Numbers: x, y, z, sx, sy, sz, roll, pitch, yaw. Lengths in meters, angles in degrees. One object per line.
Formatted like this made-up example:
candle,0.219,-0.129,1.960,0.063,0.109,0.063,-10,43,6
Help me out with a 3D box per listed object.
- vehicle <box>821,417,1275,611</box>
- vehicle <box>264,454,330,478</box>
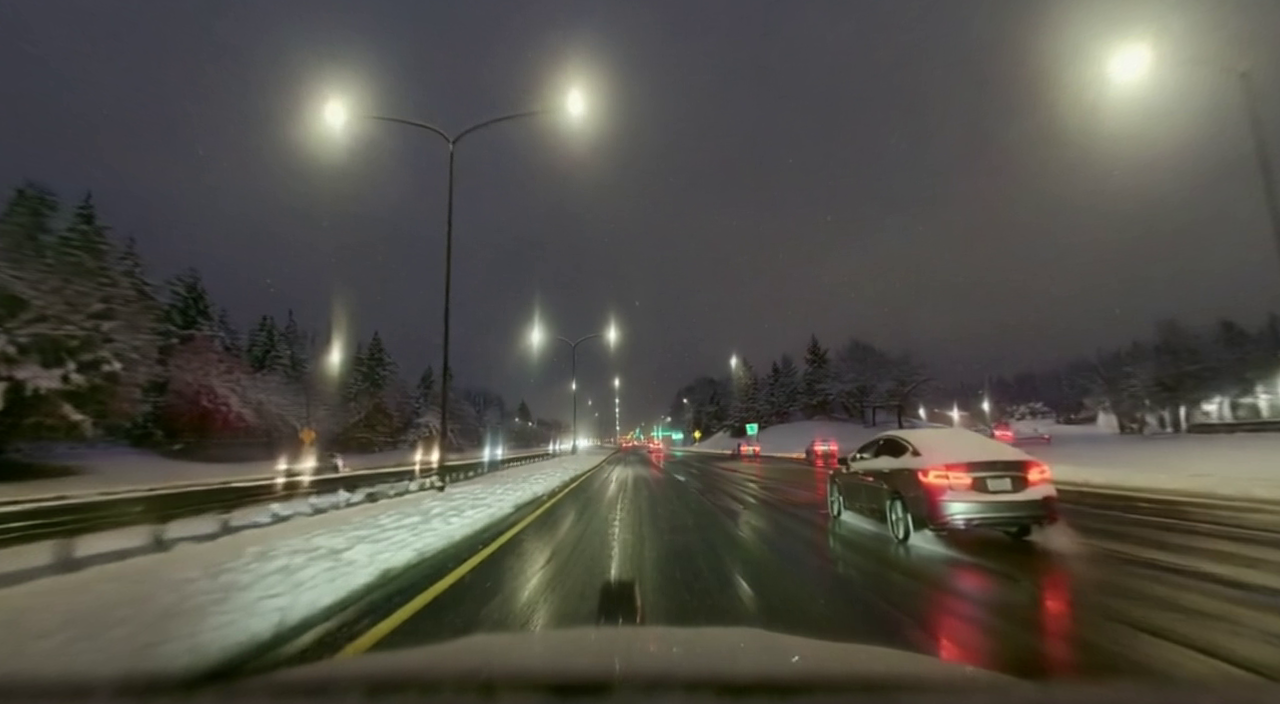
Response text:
vehicle,3.861,1.614,7.350,2.018,1.477,4.800,0,-9,-1
vehicle,-21.832,7.251,40.409,1.793,1.404,4.288,1,-9,-1
